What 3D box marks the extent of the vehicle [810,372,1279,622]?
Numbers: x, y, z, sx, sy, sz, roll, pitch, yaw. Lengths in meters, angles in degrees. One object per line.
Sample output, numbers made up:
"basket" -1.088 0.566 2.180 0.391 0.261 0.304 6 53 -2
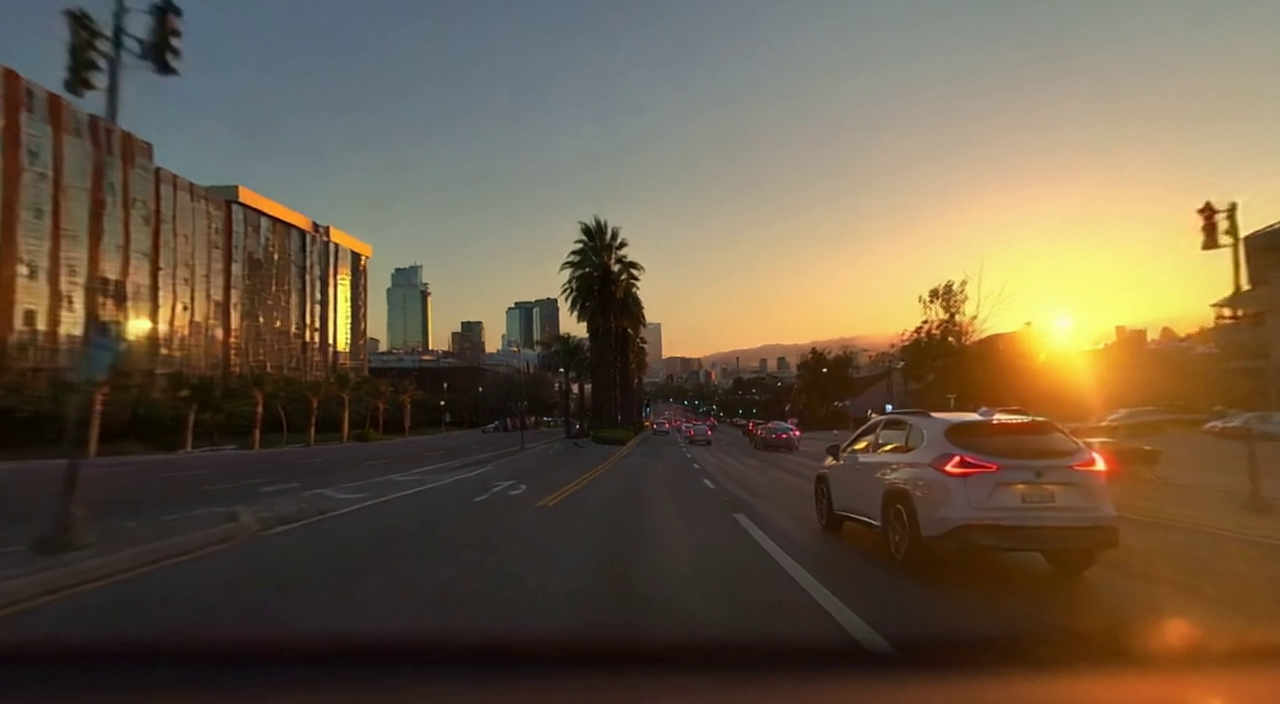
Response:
"vehicle" 3.661 1.397 6.981 2.219 1.795 4.718 0 -9 0
